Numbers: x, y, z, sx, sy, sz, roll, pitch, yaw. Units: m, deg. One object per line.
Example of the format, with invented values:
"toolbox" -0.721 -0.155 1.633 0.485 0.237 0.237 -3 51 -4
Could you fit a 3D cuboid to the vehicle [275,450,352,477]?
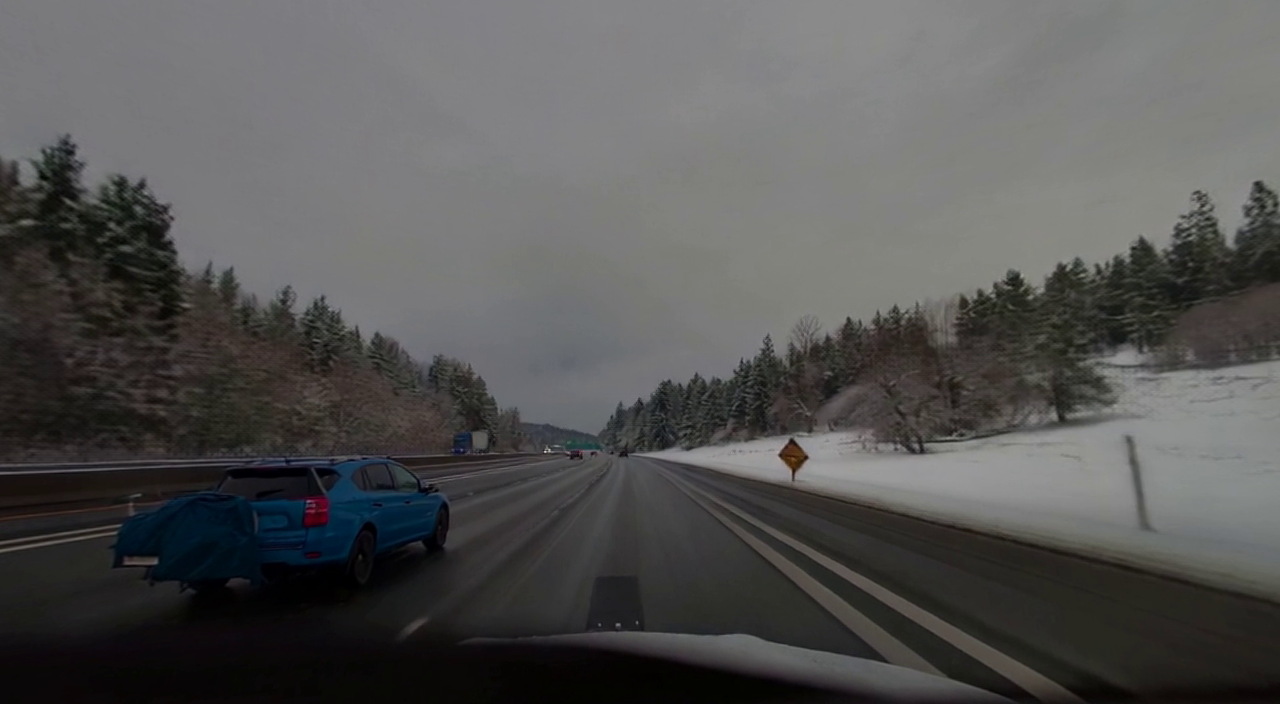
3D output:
"vehicle" -22.377 7.626 43.572 2.447 1.711 5.585 0 -9 -1
